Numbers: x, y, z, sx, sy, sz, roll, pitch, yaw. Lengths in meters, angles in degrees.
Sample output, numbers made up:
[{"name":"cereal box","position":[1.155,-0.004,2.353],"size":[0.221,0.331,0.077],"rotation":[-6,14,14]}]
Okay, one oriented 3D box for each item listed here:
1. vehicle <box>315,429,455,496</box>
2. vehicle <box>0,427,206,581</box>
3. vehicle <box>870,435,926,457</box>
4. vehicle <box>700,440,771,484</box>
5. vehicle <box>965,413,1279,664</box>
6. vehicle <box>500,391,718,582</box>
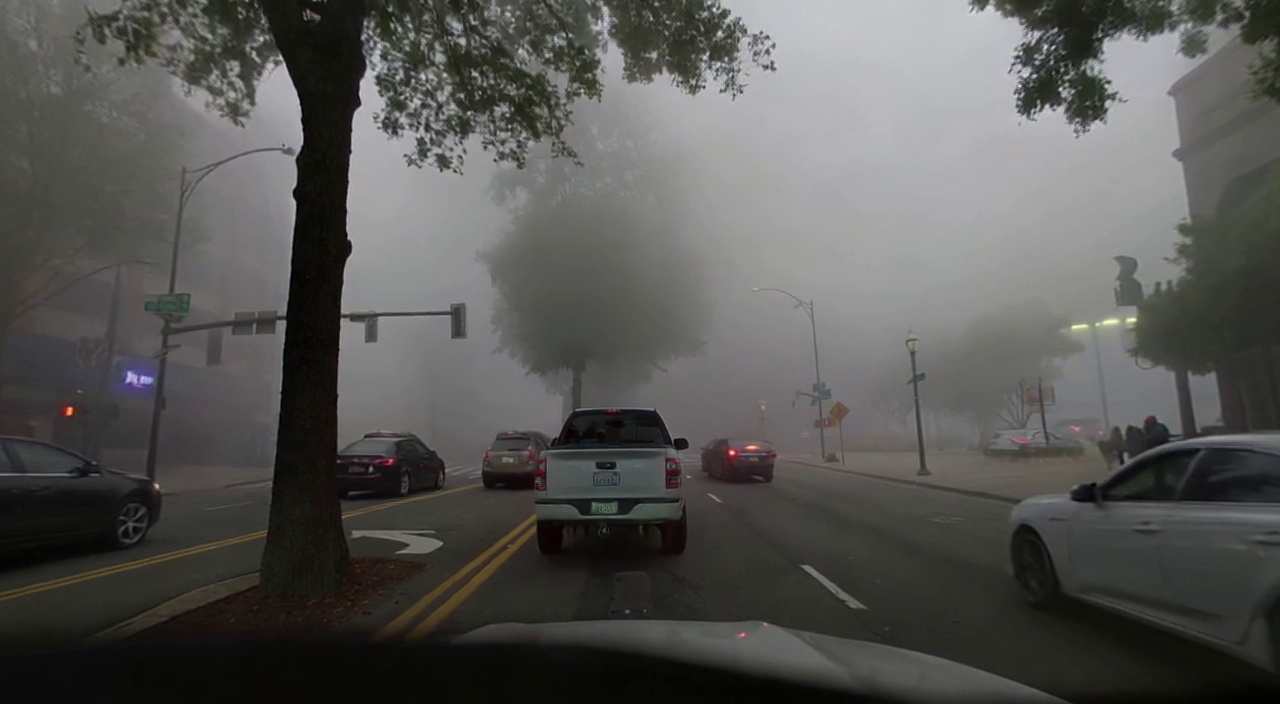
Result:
[{"name":"vehicle","position":[-7.037,3.096,17.998],"size":[1.941,1.655,4.503],"rotation":[0,-8,2]},{"name":"vehicle","position":[-6.995,1.530,6.574],"size":[1.831,1.451,4.382],"rotation":[0,-8,-1]},{"name":"vehicle","position":[20.095,7.332,49.035],"size":[4.361,1.653,2.034],"rotation":[6,-11,-37]},{"name":"vehicle","position":[3.429,4.046,23.512],"size":[2.023,1.441,4.240],"rotation":[0,-8,1]},{"name":"vehicle","position":[4.804,1.162,4.070],"size":[1.957,1.490,4.718],"rotation":[3,-9,-18]},{"name":"vehicle","position":[-0.312,1.599,8.238],"size":[2.064,1.817,4.298],"rotation":[0,-8,-1]}]
